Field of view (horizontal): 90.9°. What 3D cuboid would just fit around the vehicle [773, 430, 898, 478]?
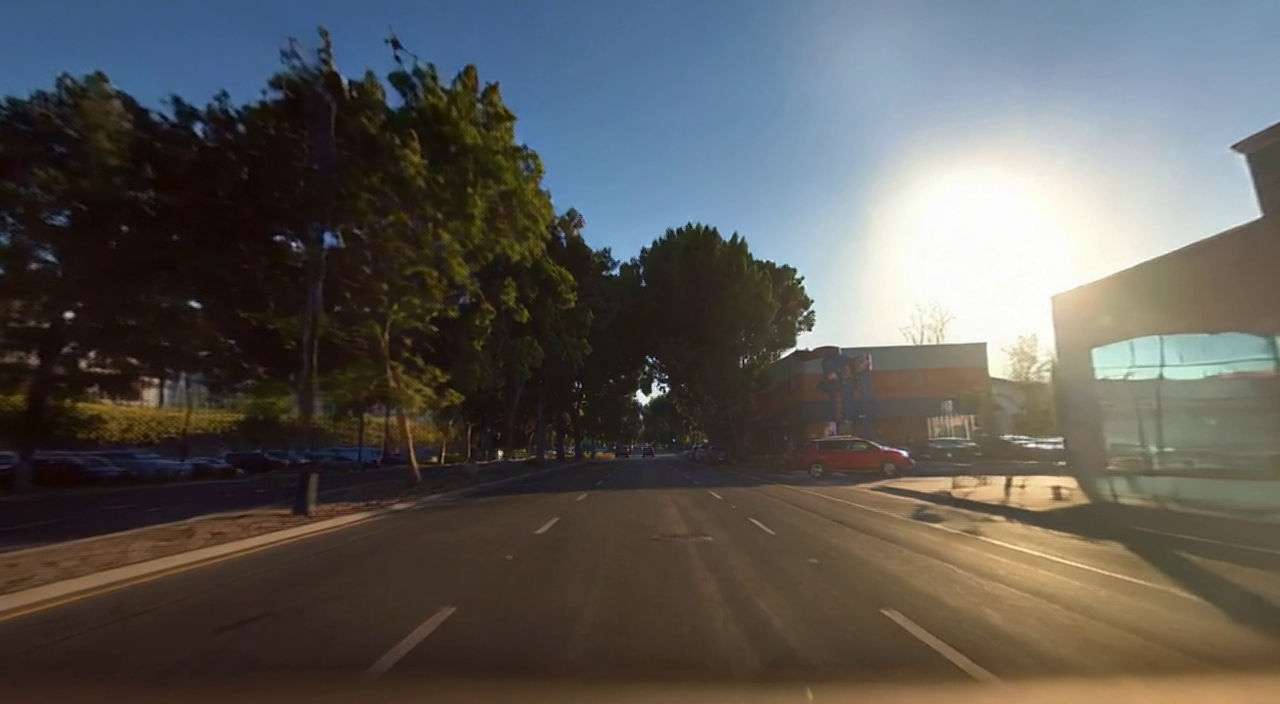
[{"bbox_3d":[9.200,4.804,29.828,5.329,2.114,2.325,-3,-9,18],"label":"vehicle"}]

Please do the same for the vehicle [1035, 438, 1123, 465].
[{"bbox_3d":[29.824,6.760,42.922,4.342,1.713,2.036,-1,-8,2],"label":"vehicle"}]

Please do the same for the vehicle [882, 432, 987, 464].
[{"bbox_3d":[16.803,5.522,36.170,4.897,1.739,2.259,-1,-8,2],"label":"vehicle"}]

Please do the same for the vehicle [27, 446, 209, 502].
[{"bbox_3d":[-19.175,4.444,23.600,2.317,1.830,5.142,0,-8,1],"label":"vehicle"}]

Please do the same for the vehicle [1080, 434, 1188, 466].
[{"bbox_3d":[29.342,5.827,37.571,4.641,1.816,1.954,0,-8,2],"label":"vehicle"}]

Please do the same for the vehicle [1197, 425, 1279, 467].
[{"bbox_3d":[29.512,4.416,29.693,4.457,1.898,2.074,0,-8,0],"label":"vehicle"}]
